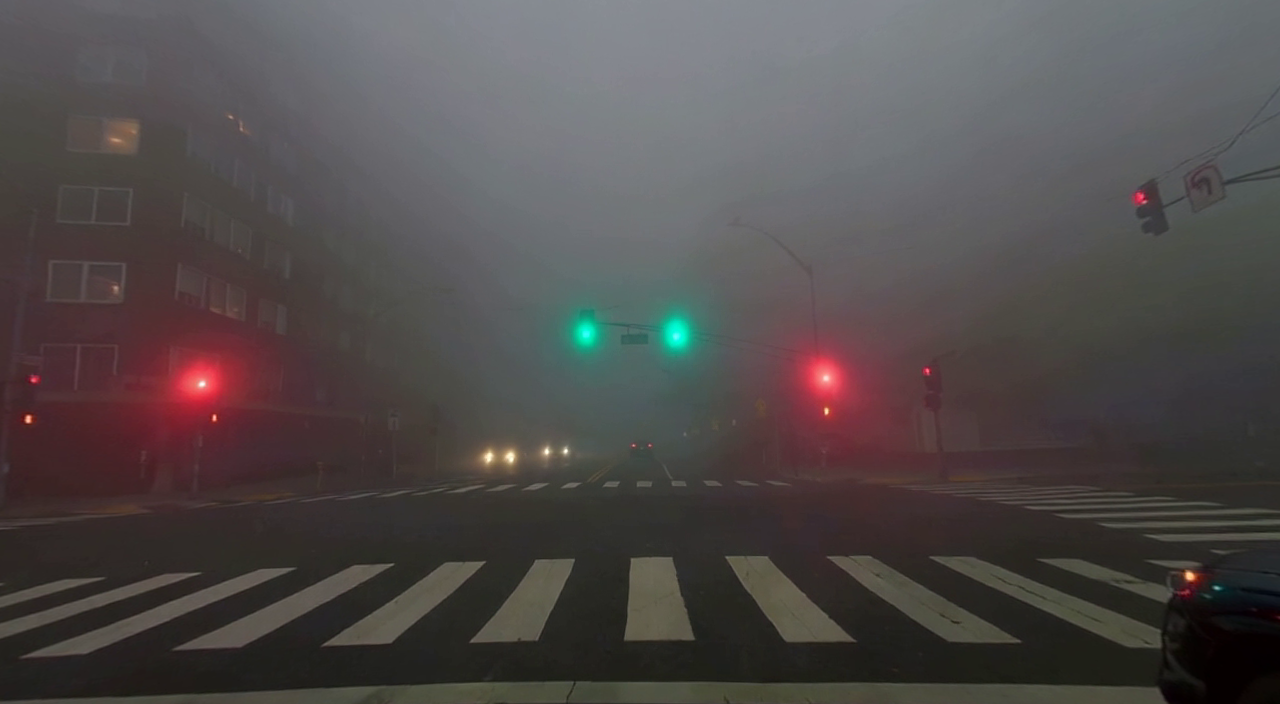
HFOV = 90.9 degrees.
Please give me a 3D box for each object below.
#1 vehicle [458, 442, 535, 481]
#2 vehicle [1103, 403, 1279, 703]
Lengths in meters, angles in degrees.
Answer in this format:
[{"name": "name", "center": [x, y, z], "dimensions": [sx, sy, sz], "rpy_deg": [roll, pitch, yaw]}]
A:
[{"name": "vehicle", "center": [-5.882, 4.542, 26.480], "dimensions": [2.127, 1.473, 4.428], "rpy_deg": [0, -8, 1]}, {"name": "vehicle", "center": [2.956, 0.657, 0.117], "dimensions": [2.039, 1.519, 4.846], "rpy_deg": [0, -8, 0]}]
